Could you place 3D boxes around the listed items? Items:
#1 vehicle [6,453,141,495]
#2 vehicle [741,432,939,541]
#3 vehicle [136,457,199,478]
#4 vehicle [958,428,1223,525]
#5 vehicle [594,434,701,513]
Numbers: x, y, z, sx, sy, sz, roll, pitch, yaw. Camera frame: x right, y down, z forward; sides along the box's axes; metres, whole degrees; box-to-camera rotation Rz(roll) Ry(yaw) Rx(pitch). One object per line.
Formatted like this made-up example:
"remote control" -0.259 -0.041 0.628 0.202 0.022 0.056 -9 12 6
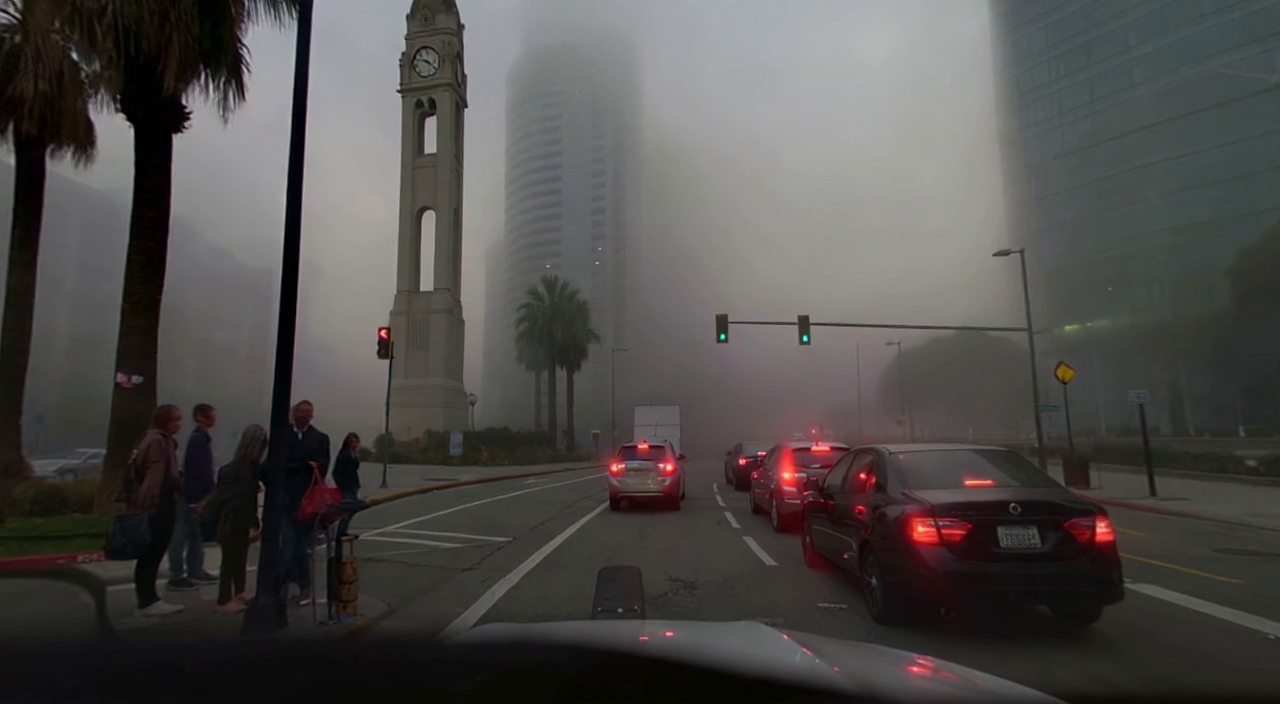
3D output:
"vehicle" -26.696 5.723 29.957 2.105 1.793 4.812 0 -9 -3
"vehicle" 3.090 2.166 10.846 1.913 1.469 4.425 0 -9 -1
"vehicle" -36.836 8.984 49.209 1.700 1.527 4.445 1 -9 -4
"vehicle" 8.175 2.276 12.060 1.859 1.508 4.259 0 -9 -1
"vehicle" 0.179 2.611 13.983 2.048 1.503 3.681 0 -9 1
